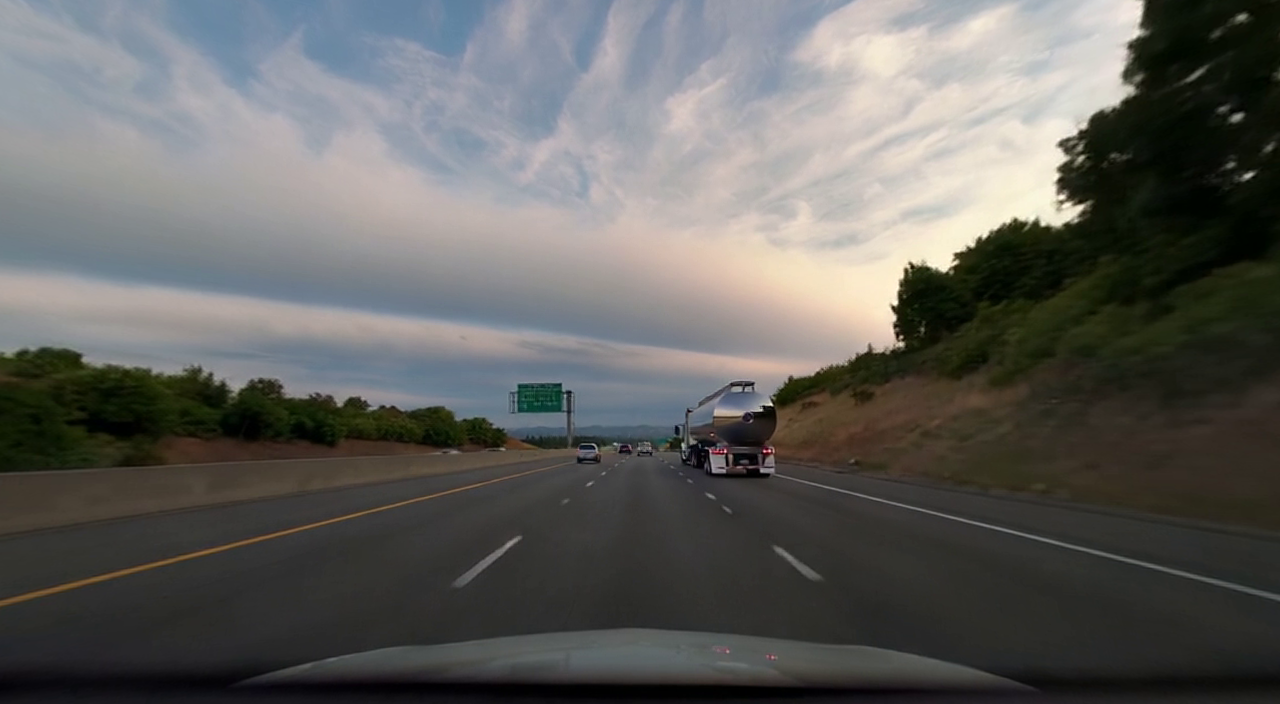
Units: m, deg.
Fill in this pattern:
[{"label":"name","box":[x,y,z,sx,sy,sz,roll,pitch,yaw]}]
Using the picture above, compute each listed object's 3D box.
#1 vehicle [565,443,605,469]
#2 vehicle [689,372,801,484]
[{"label":"vehicle","box":[-3.306,6.308,38.508,1.986,1.458,4.506,0,-9,1]},{"label":"vehicle","box":[3.881,3.239,25.904,2.759,3.734,9.708,0,-9,-1]}]
